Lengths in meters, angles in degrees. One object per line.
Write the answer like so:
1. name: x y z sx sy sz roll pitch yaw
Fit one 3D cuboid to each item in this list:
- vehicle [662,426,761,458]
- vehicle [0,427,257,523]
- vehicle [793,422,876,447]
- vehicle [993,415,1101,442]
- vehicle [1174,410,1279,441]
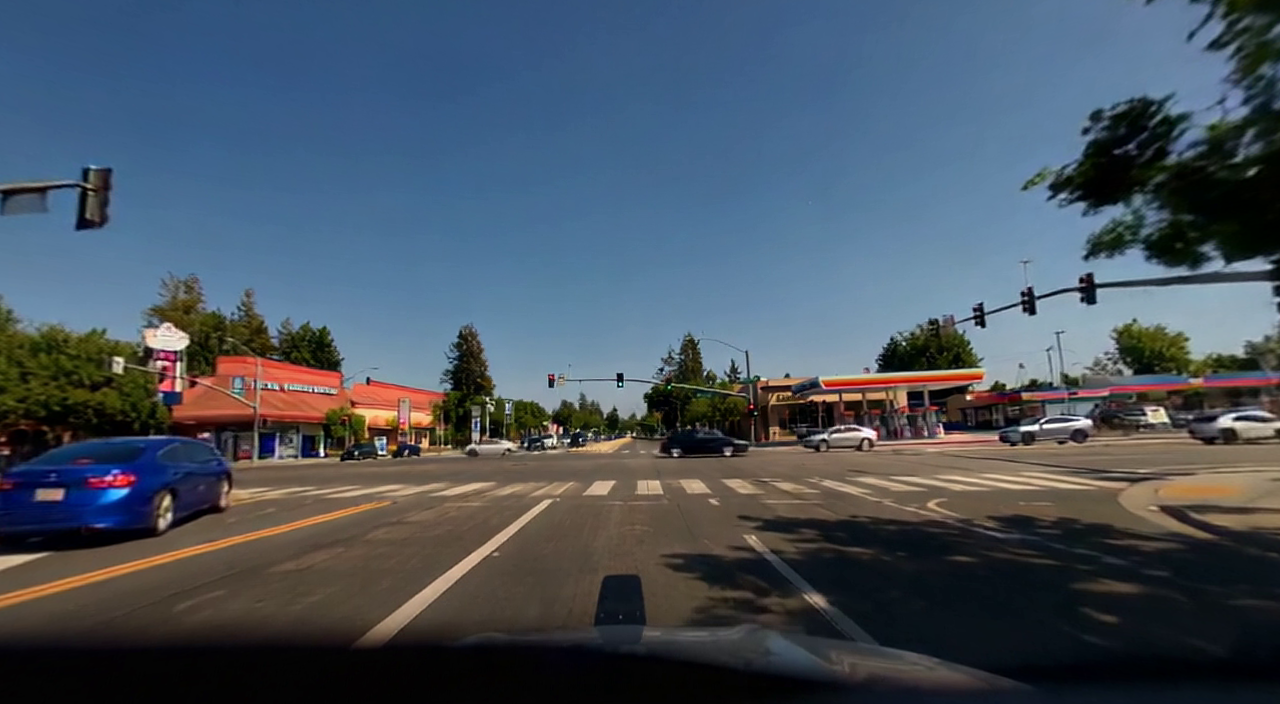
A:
1. vehicle: 3.581 4.595 31.983 4.775 1.466 1.850 -2 -8 4
2. vehicle: -9.858 2.238 12.116 1.899 1.460 4.880 0 -8 0
3. vehicle: 15.020 6.419 48.899 5.789 1.893 2.169 -1 -8 4
4. vehicle: 22.879 4.332 35.512 4.696 1.483 1.898 -1 -8 2
5. vehicle: 28.784 3.551 30.104 4.647 1.428 1.825 -1 -8 4
